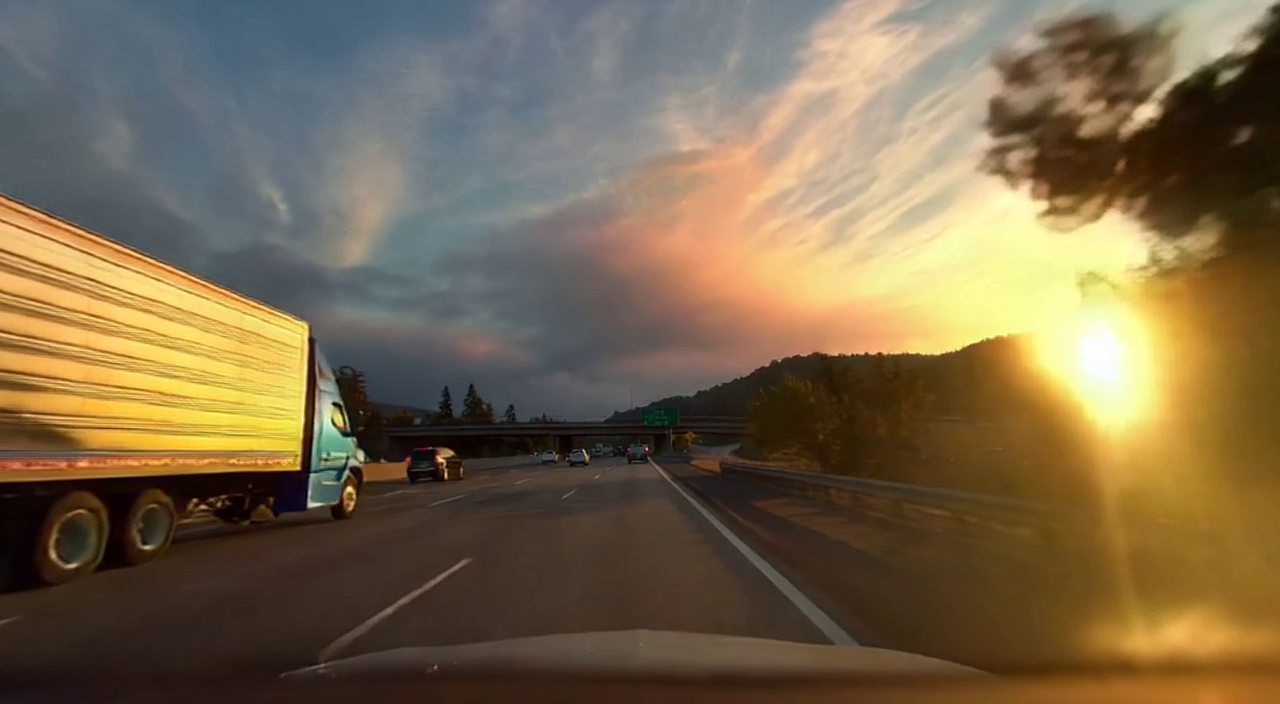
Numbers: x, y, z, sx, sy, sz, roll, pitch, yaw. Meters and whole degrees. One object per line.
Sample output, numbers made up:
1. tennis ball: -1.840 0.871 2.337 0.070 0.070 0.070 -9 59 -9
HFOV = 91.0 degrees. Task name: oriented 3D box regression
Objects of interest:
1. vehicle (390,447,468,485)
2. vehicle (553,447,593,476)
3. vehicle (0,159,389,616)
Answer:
1. vehicle: -10.667 5.798 32.343 2.146 1.764 5.510 0 -9 0
2. vehicle: -4.205 6.962 40.202 2.094 1.695 4.260 0 -9 0
3. vehicle: -7.157 0.801 8.444 3.303 3.868 10.298 0 -9 0
